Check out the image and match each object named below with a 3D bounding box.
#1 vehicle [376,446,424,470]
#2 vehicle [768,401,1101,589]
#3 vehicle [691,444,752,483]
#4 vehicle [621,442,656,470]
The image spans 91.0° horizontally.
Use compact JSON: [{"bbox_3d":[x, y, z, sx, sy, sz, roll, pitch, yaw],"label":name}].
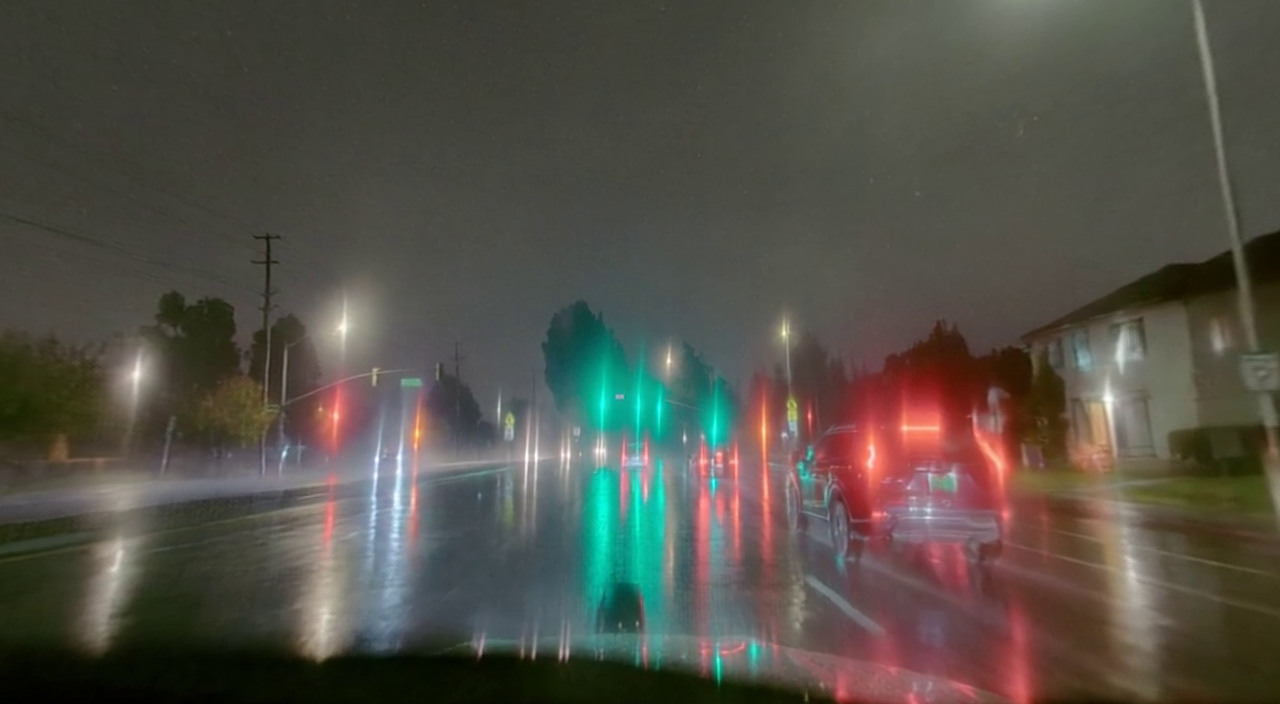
[{"bbox_3d":[-18.809,8.334,49.590,2.071,1.746,4.444,0,-9,-1],"label":"vehicle"},{"bbox_3d":[3.265,1.703,8.334,2.129,1.761,4.610,0,-9,0],"label":"vehicle"},{"bbox_3d":[3.194,4.443,25.382,1.889,1.451,4.180,0,-9,0],"label":"vehicle"},{"bbox_3d":[-0.129,6.755,40.974,2.146,1.685,4.003,0,-9,-1],"label":"vehicle"}]
